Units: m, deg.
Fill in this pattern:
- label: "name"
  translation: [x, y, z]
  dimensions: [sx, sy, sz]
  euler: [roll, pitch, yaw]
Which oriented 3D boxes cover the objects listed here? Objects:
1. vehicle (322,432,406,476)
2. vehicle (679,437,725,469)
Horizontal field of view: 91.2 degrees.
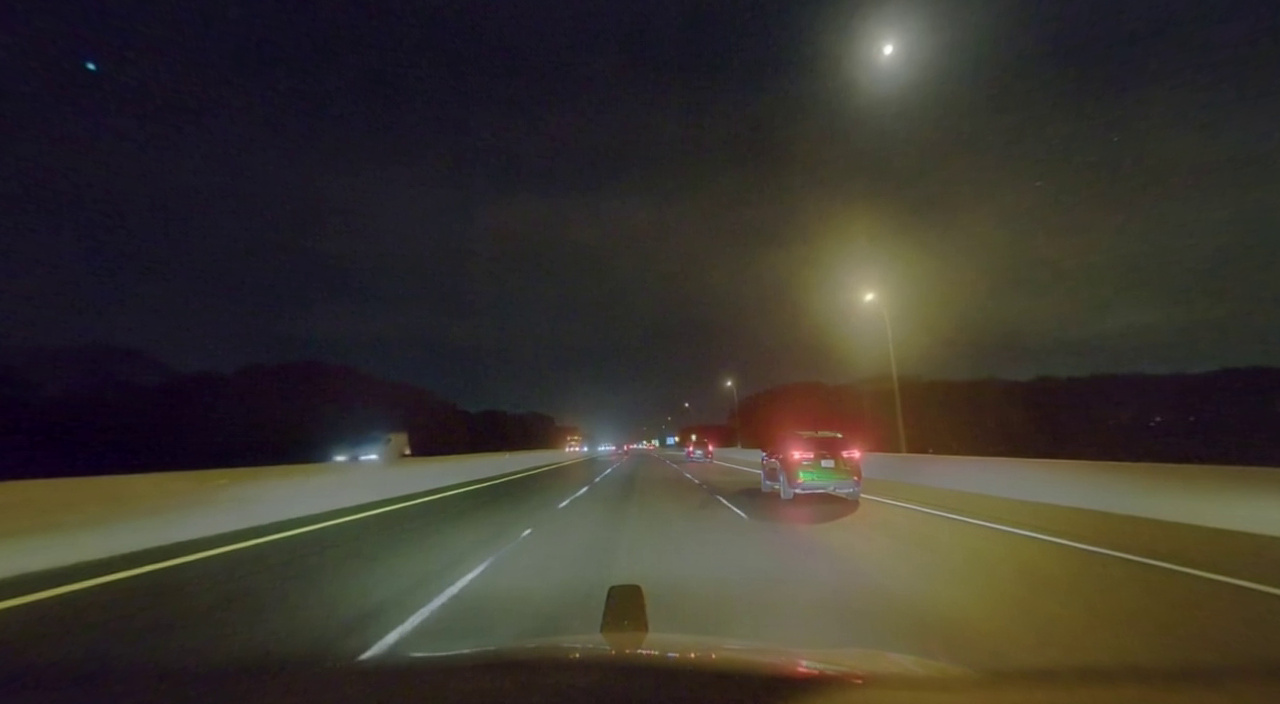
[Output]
- label: "vehicle"
  translation: [-16.904, 6.291, 38.863]
  dimensions: [2.402, 2.484, 5.996]
  euler: [0, -8, 1]
- label: "vehicle"
  translation: [3.459, 5.697, 35.687]
  dimensions: [2.202, 1.682, 4.188]
  euler: [0, -8, 0]
